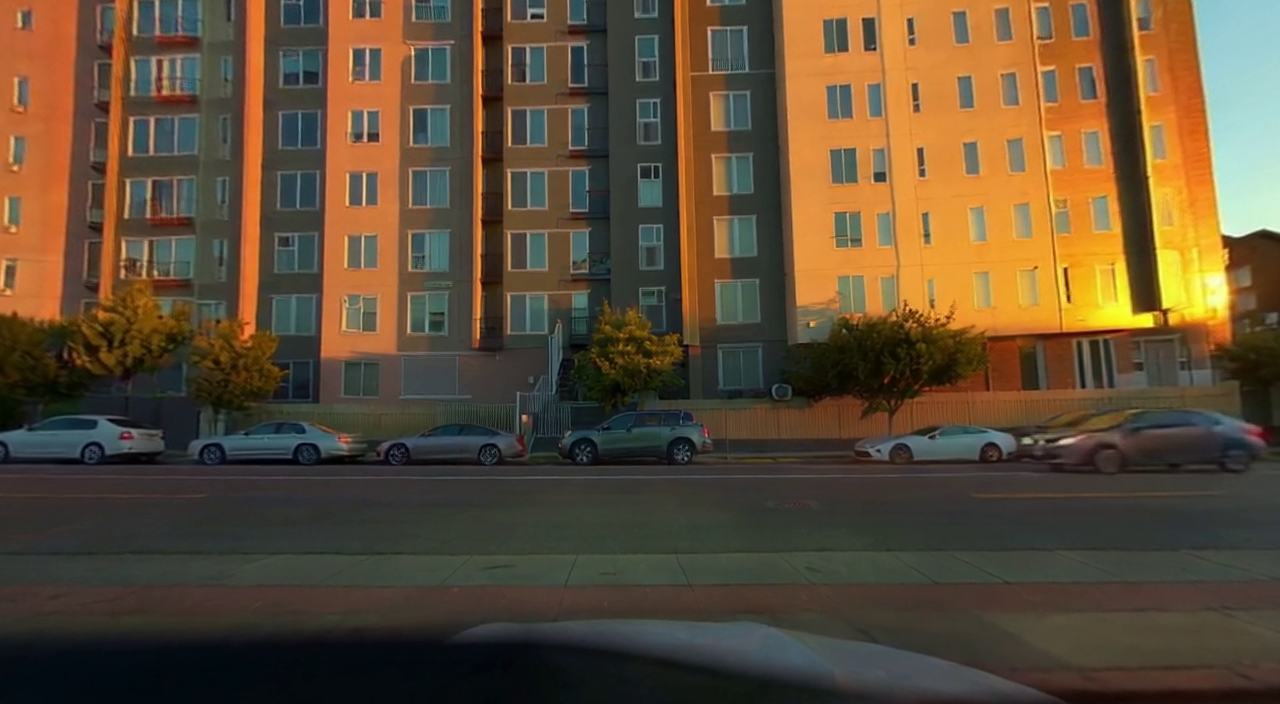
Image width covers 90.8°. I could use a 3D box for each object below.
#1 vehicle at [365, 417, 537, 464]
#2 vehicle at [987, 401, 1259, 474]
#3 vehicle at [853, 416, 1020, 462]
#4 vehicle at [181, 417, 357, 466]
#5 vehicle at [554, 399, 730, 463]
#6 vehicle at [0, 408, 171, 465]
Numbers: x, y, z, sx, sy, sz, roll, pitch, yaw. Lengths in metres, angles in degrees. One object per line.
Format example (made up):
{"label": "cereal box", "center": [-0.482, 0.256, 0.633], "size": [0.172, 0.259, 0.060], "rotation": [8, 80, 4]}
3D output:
{"label": "vehicle", "center": [-5.829, 2.833, 19.941], "size": [4.851, 1.339, 1.785], "rotation": [1, -10, -2]}
{"label": "vehicle", "center": [10.563, 1.919, 14.119], "size": [4.396, 1.501, 1.955], "rotation": [0, -9, 1]}
{"label": "vehicle", "center": [9.407, 2.784, 20.287], "size": [4.521, 1.411, 1.726], "rotation": [1, -7, -4]}
{"label": "vehicle", "center": [-11.456, 2.809, 19.756], "size": [4.336, 1.438, 1.776], "rotation": [1, -8, -3]}
{"label": "vehicle", "center": [0.001, 2.570, 20.127], "size": [5.299, 1.860, 2.098], "rotation": [1, -10, -5]}
{"label": "vehicle", "center": [-17.530, 2.612, 19.488], "size": [4.426, 1.641, 1.889], "rotation": [1, -9, -5]}
